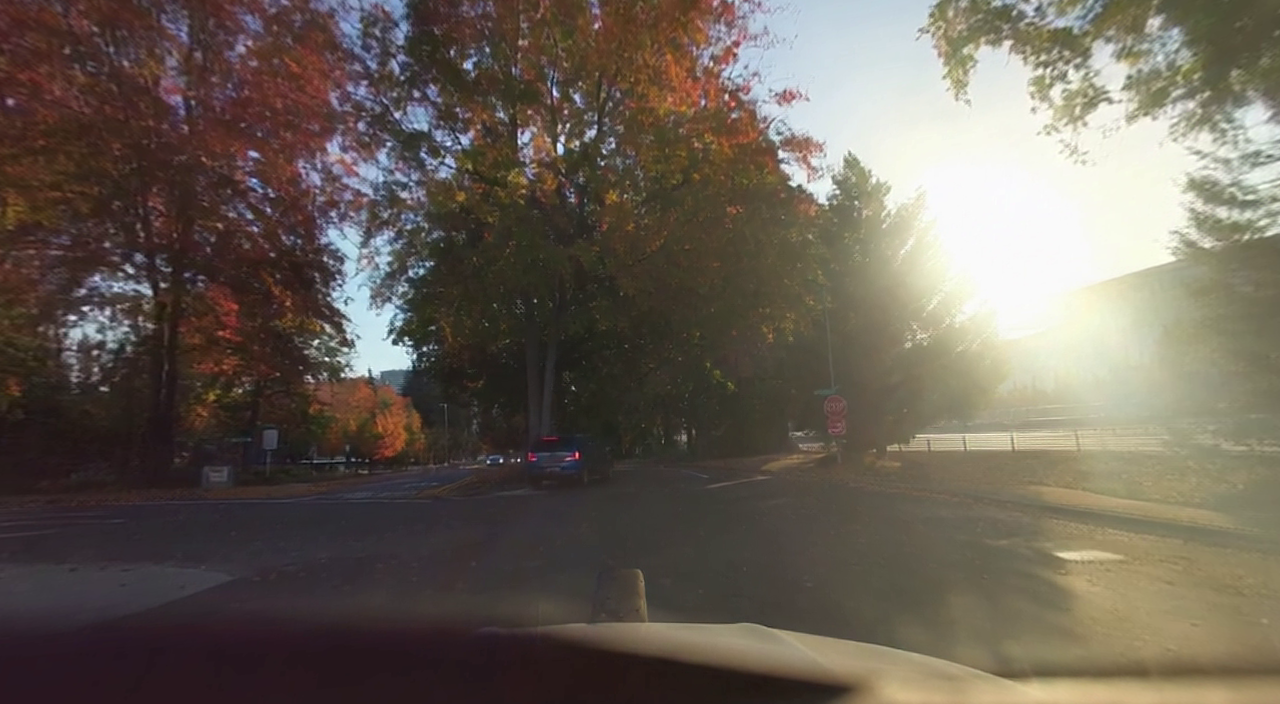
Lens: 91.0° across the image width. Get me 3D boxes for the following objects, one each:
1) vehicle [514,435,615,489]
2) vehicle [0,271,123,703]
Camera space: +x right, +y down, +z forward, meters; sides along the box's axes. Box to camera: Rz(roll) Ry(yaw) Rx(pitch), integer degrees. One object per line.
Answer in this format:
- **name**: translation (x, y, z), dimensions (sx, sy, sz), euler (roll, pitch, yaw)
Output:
- **vehicle**: translation (-3.012, 4.595, 26.769), dimensions (2.284, 2.012, 5.607), euler (-2, -9, 15)
- **vehicle**: translation (-3.568, 0.425, 0.645), dimensions (2.145, 2.038, 4.656), euler (0, -9, -2)
